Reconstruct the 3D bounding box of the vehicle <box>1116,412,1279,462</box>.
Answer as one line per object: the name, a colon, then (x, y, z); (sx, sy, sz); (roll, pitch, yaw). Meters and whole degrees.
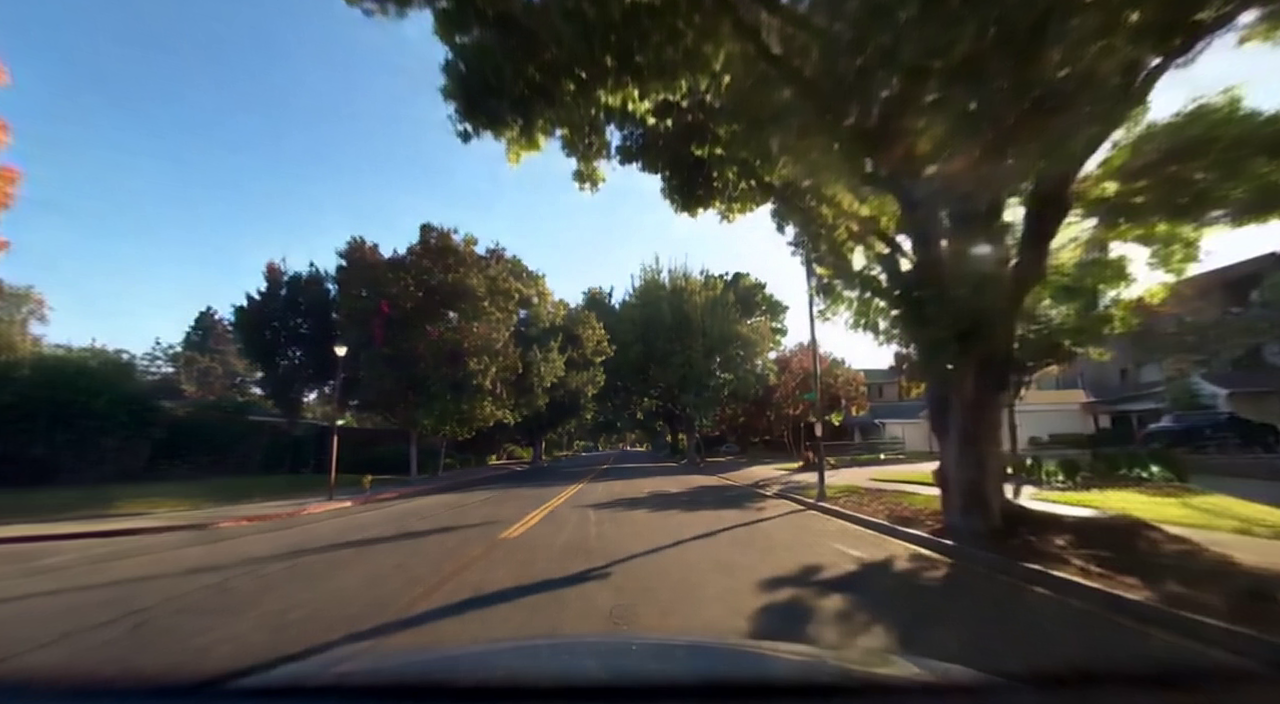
vehicle: (18.863, 2.884, 21.327); (3.730, 1.604, 2.027); (0, -8, 1)
